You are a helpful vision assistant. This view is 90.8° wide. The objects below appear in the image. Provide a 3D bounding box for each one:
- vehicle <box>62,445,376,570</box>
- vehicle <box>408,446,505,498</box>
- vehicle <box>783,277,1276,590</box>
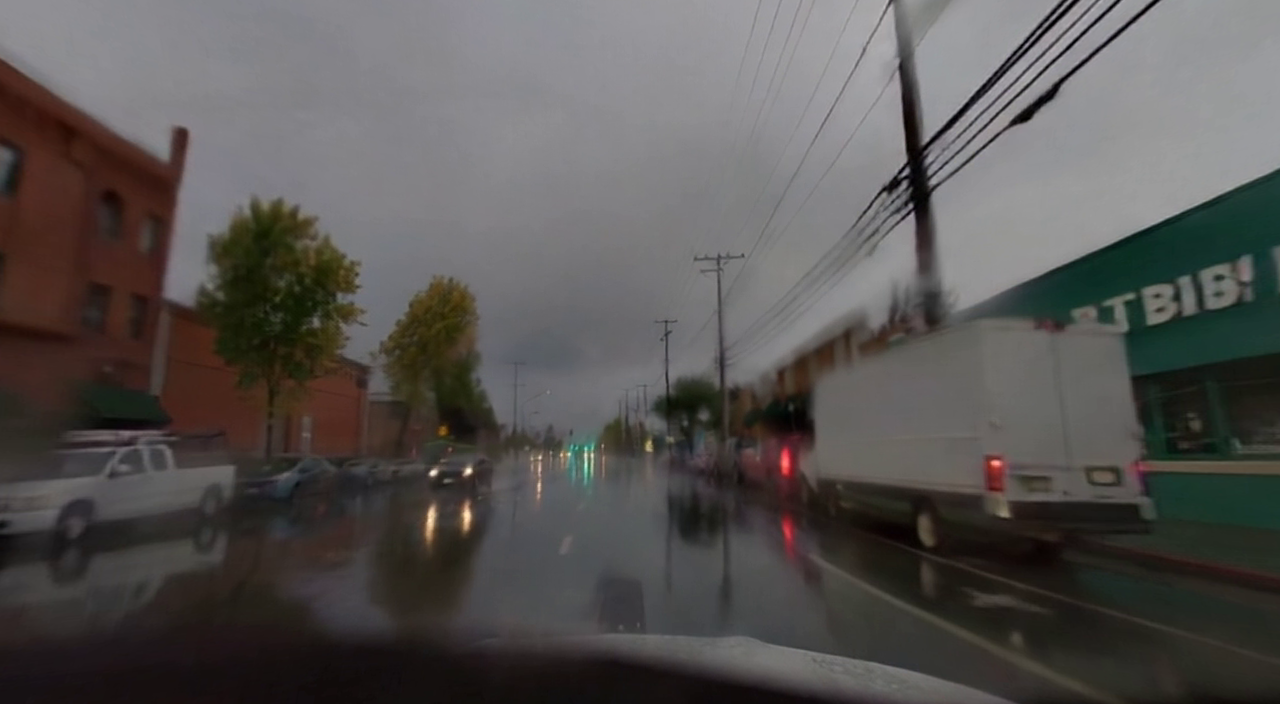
[{"bbox_3d":[-5.992,2.200,9.843,1.845,1.469,4.413,0,-8,0],"label":"vehicle"},{"bbox_3d":[-5.813,3.810,20.598,1.925,1.479,4.444,0,-8,-2],"label":"vehicle"},{"bbox_3d":[4.846,1.331,10.316,2.815,3.203,7.558,0,-8,-3],"label":"vehicle"}]
